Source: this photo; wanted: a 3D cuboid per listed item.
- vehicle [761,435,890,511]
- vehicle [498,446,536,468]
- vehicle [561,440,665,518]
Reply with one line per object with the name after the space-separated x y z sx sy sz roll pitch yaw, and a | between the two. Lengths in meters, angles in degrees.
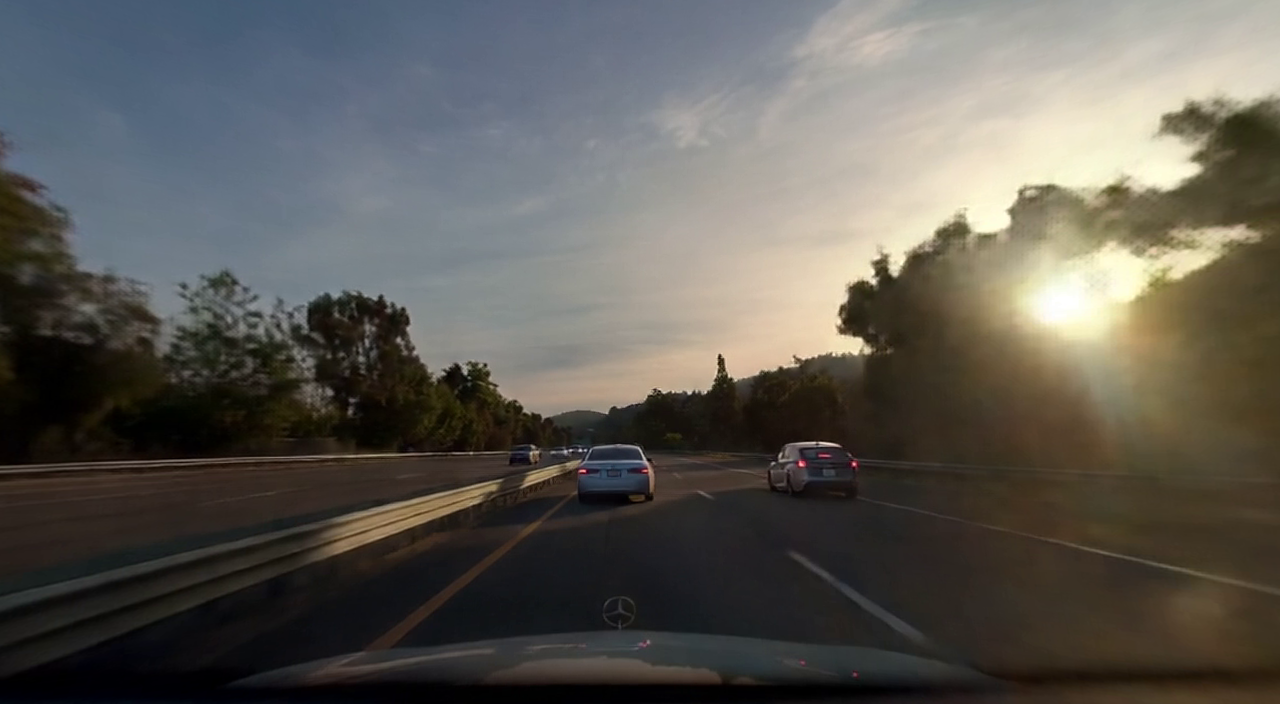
4.254 2.836 15.053 1.910 1.554 3.718 0 -9 0 | vehicle
-9.046 7.745 46.440 1.927 1.496 4.600 0 -9 0 | vehicle
-0.528 2.796 14.271 2.013 1.479 4.169 0 -9 0 | vehicle
